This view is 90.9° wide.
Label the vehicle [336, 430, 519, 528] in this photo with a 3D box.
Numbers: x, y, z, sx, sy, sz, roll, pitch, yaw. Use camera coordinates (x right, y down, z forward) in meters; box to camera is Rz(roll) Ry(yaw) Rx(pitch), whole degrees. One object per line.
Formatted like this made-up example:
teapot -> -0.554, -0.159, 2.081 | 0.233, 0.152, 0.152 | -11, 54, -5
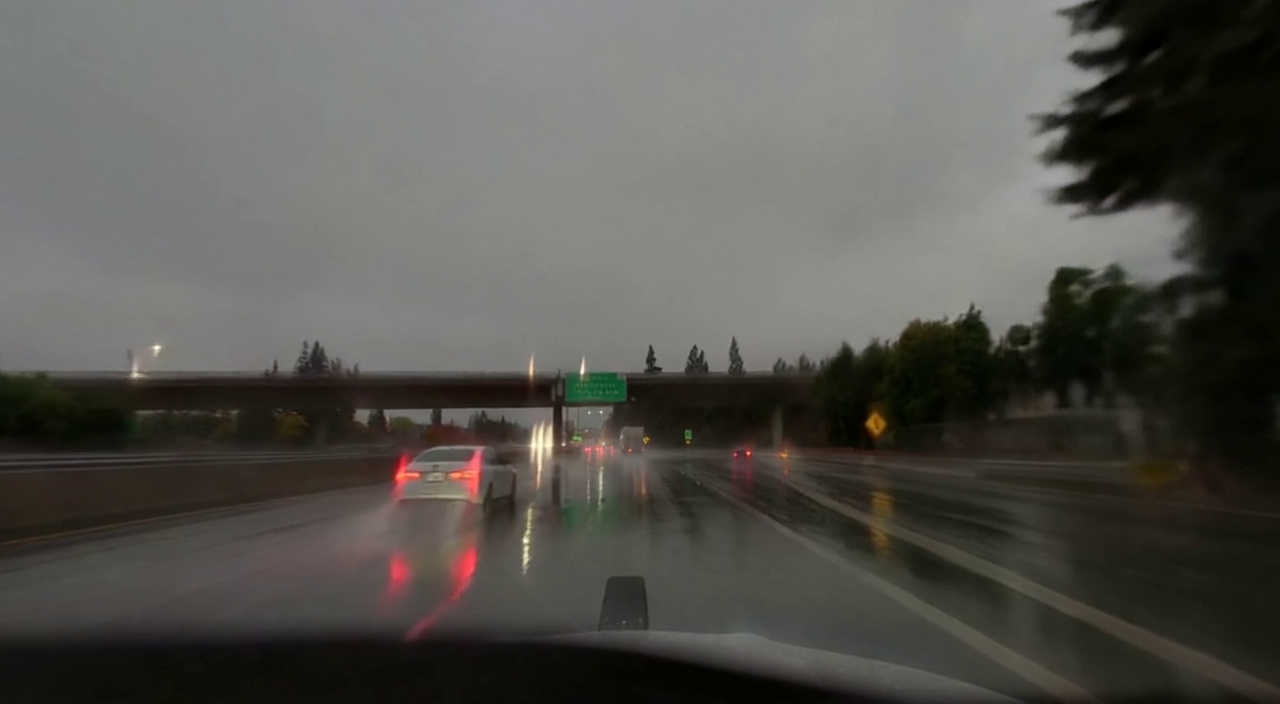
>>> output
vehicle -> -3.821, 2.365, 12.260 | 2.070, 1.564, 4.145 | 0, -9, 1
